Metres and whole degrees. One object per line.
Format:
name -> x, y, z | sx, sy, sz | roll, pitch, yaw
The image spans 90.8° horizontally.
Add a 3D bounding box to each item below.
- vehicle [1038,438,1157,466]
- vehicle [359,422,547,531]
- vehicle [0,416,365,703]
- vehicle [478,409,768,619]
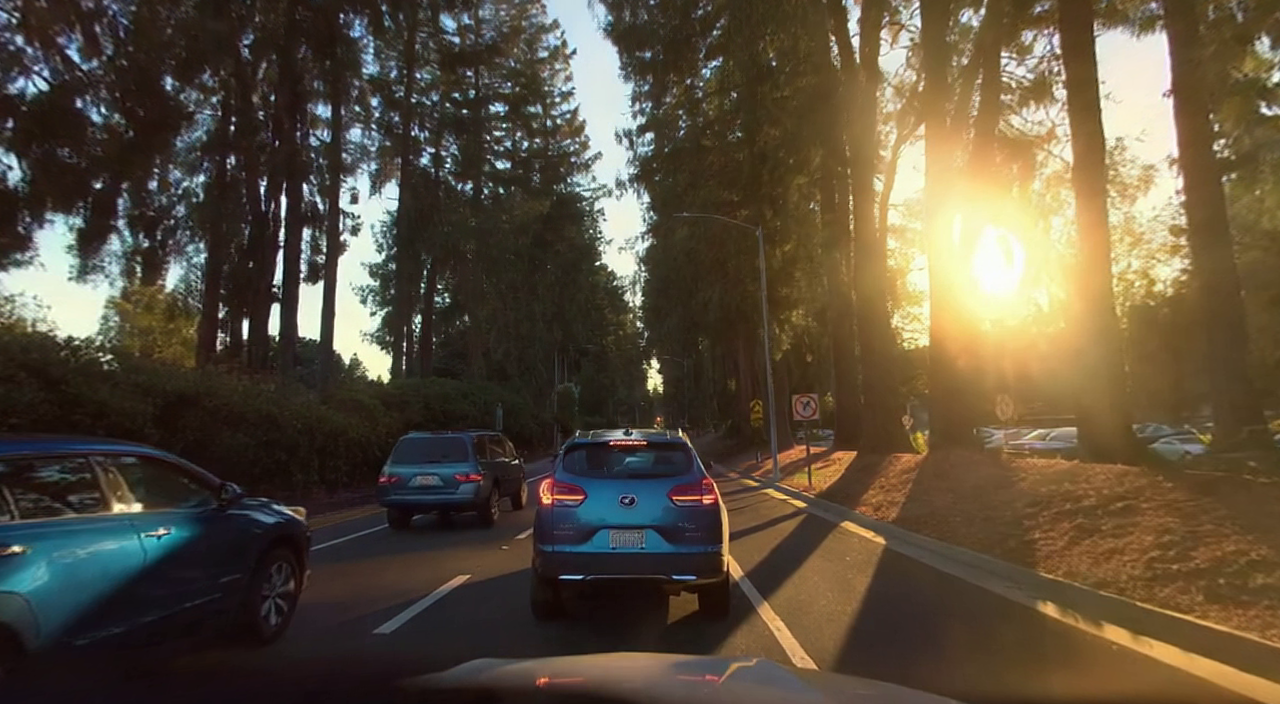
vehicle -> 28.480, 6.224, 39.438 | 5.955, 1.702, 2.166 | 1, -8, -6
vehicle -> -3.393, 2.371, 12.655 | 2.188, 1.745, 4.618 | 0, -8, 2
vehicle -> -3.680, 1.181, 3.827 | 1.922, 1.464, 4.424 | 0, -8, 2
vehicle -> -0.045, 1.531, 6.890 | 2.229, 1.591, 3.897 | 0, -8, 3
